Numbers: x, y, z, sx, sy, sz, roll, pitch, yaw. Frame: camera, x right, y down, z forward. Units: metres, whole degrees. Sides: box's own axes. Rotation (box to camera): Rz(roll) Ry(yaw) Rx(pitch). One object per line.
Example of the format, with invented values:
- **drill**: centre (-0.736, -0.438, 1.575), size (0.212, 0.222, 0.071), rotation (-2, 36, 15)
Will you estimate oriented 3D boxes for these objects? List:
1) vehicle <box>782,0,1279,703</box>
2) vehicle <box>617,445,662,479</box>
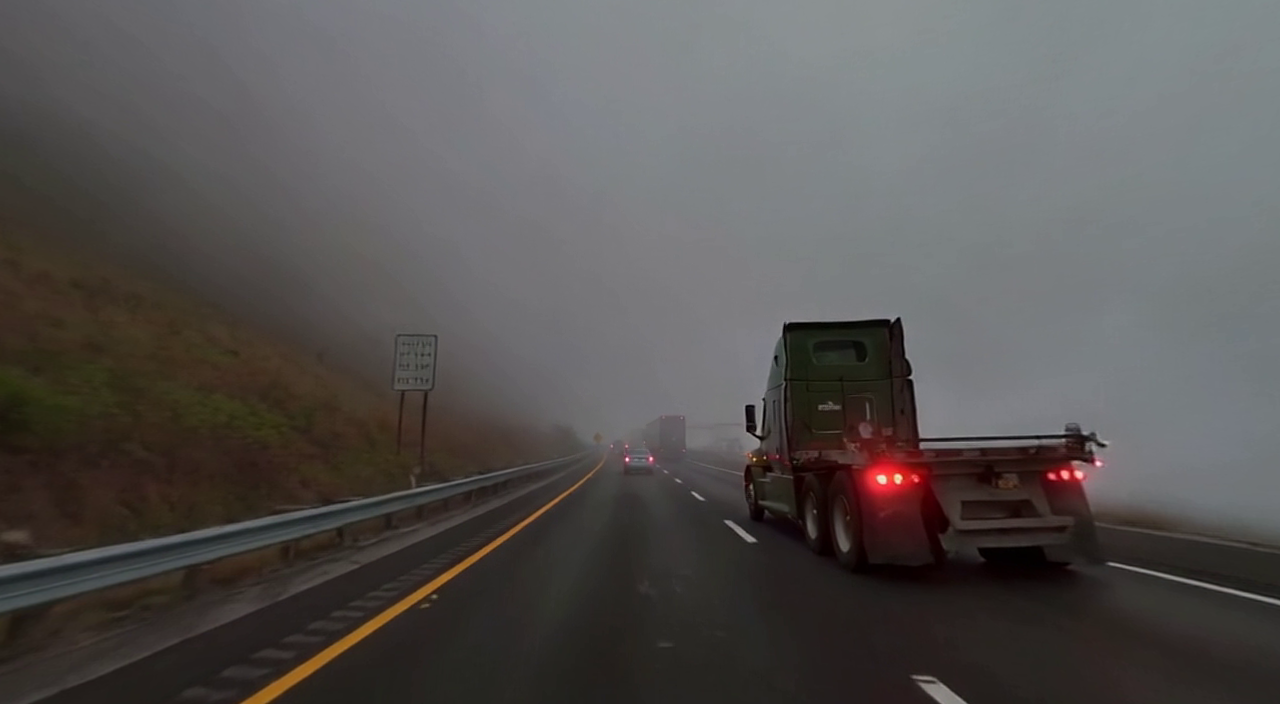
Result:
- **vehicle**: centre (3.611, -0.227, 2.662), size (2.874, 4.065, 14.243), rotation (0, -9, 1)
- **vehicle**: centre (-0.051, 4.993, 28.828), size (1.927, 1.437, 3.794), rotation (0, -9, -1)
